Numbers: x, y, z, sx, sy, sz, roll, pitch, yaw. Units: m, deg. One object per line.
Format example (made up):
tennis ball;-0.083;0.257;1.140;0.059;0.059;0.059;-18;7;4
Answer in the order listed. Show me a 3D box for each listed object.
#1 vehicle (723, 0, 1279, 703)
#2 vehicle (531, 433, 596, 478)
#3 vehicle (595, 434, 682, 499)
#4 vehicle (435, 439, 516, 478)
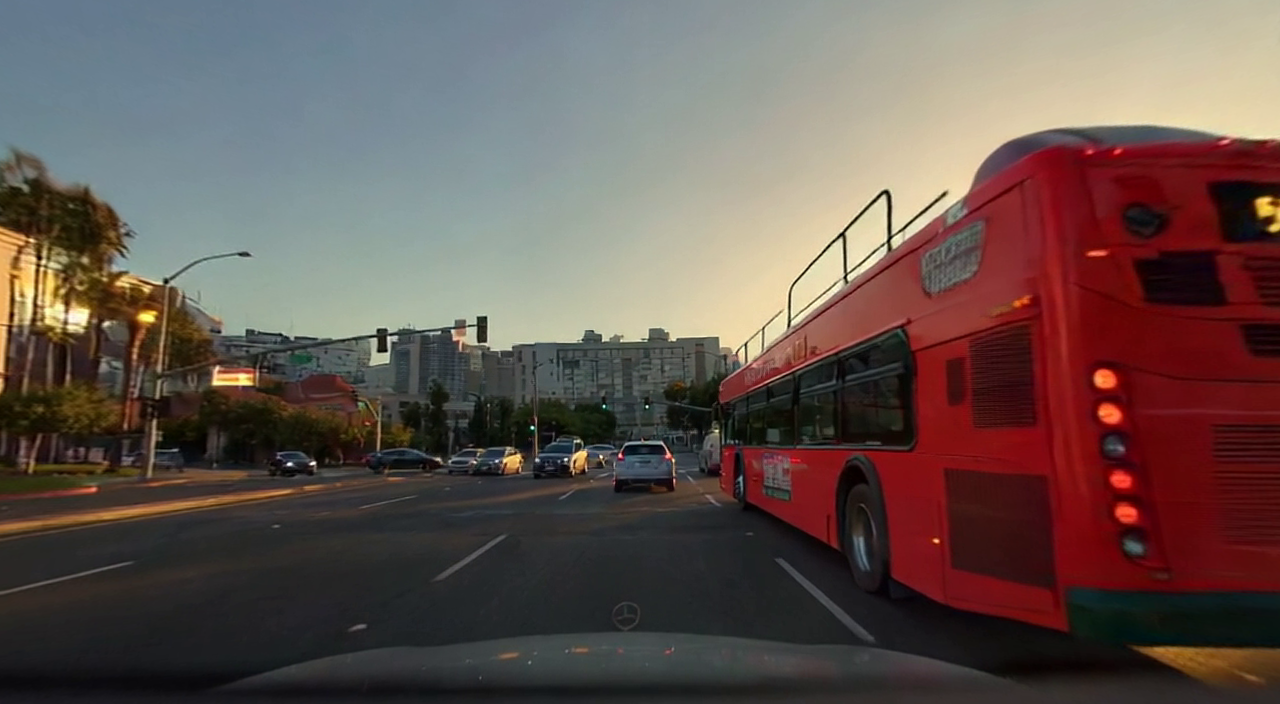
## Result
vehicle;3.588;0.587;9.519;2.970;4.015;13.606;0;-9;1
vehicle;-3.138;4.335;26.741;2.020;1.721;4.366;-1;-9;2
vehicle;-0.018;2.996;16.854;2.060;1.499;3.831;0;-9;1
vehicle;-6.791;4.430;26.629;1.927;1.480;4.832;-1;-9;2
